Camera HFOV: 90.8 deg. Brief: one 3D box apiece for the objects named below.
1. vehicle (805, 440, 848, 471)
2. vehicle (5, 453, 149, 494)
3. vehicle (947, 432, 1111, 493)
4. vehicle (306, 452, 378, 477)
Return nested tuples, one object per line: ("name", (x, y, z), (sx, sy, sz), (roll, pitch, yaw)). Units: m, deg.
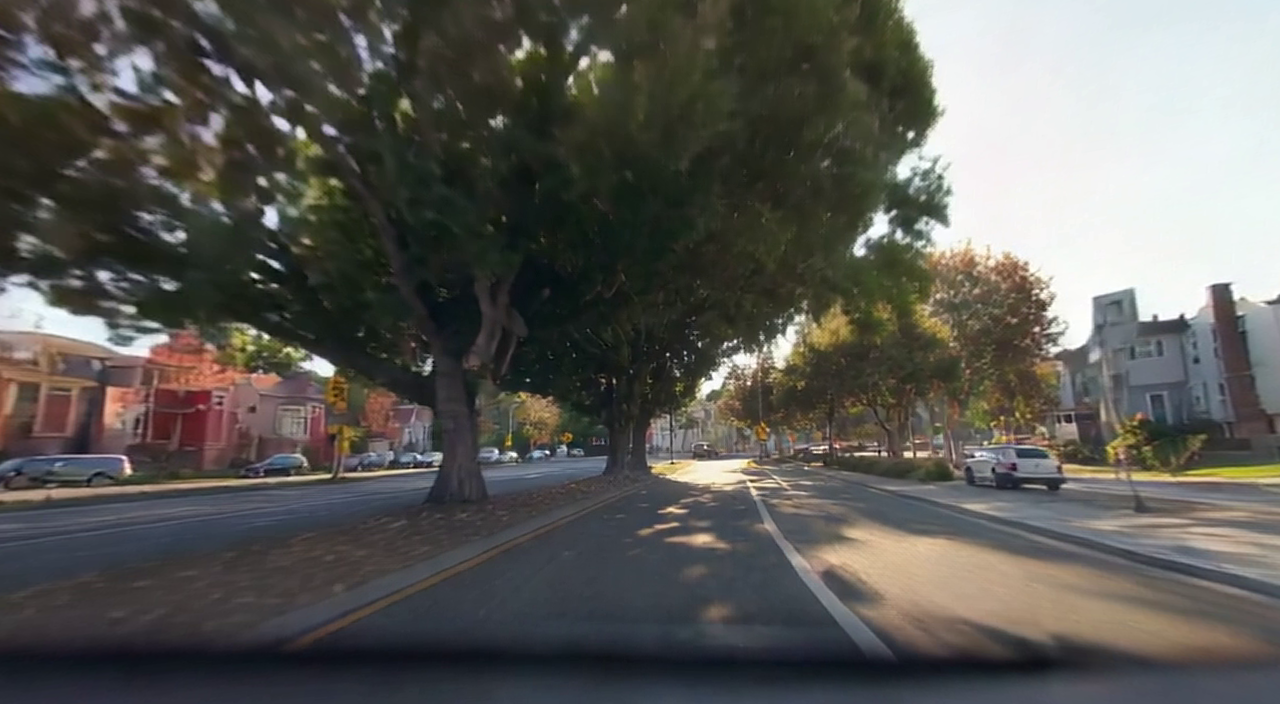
("vehicle", (13.433, 7.526, 45.719), (1.923, 1.741, 4.683), (-4, -14, 4))
("vehicle", (-27.582, 5.918, 31.241), (2.013, 1.792, 4.950), (-2, -9, 12))
("vehicle", (11.199, 3.358, 18.681), (1.988, 1.487, 4.479), (-2, -13, 1))
("vehicle", (-19.287, 7.277, 41.175), (1.880, 1.455, 4.599), (-2, -9, 10))
